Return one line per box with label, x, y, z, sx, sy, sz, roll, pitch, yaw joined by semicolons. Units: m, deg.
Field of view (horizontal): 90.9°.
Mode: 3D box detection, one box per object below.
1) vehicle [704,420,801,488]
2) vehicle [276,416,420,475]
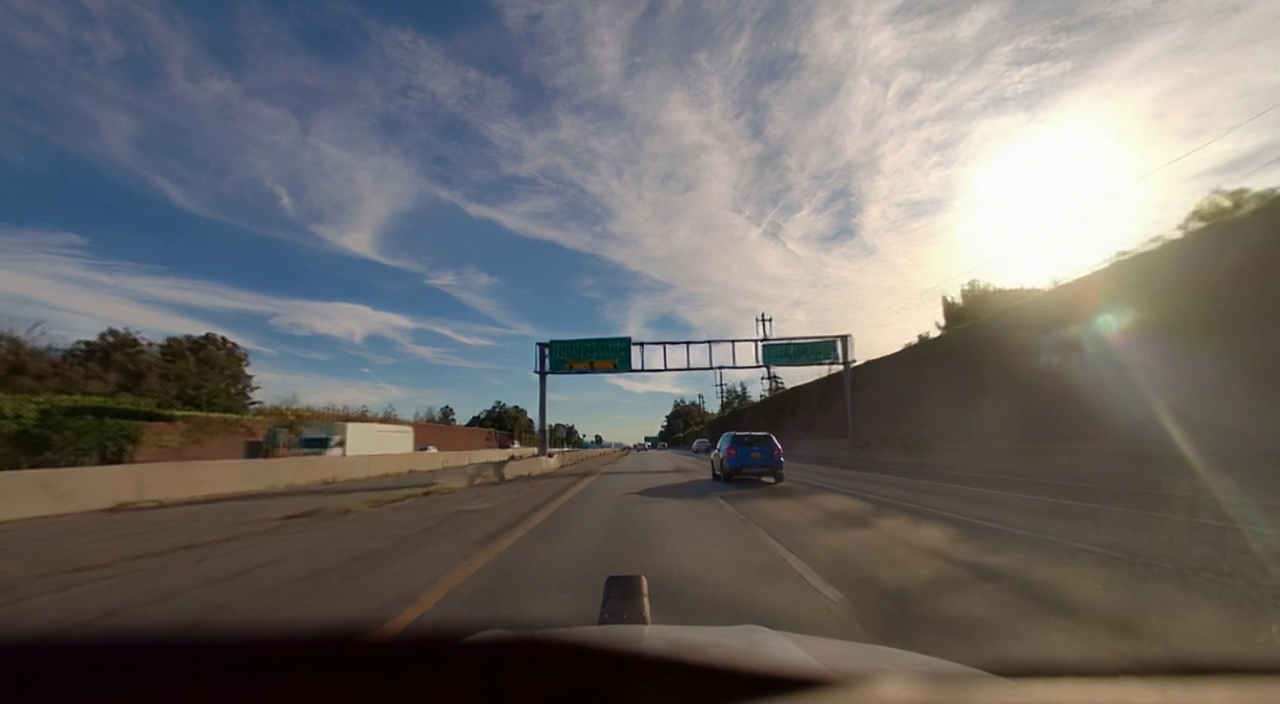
vehicle;3.300;3.100;19.436;2.120;1.832;4.287;0;-8;-1
vehicle;-17.973;5.933;40.343;3.139;3.154;12.225;0;-8;1
